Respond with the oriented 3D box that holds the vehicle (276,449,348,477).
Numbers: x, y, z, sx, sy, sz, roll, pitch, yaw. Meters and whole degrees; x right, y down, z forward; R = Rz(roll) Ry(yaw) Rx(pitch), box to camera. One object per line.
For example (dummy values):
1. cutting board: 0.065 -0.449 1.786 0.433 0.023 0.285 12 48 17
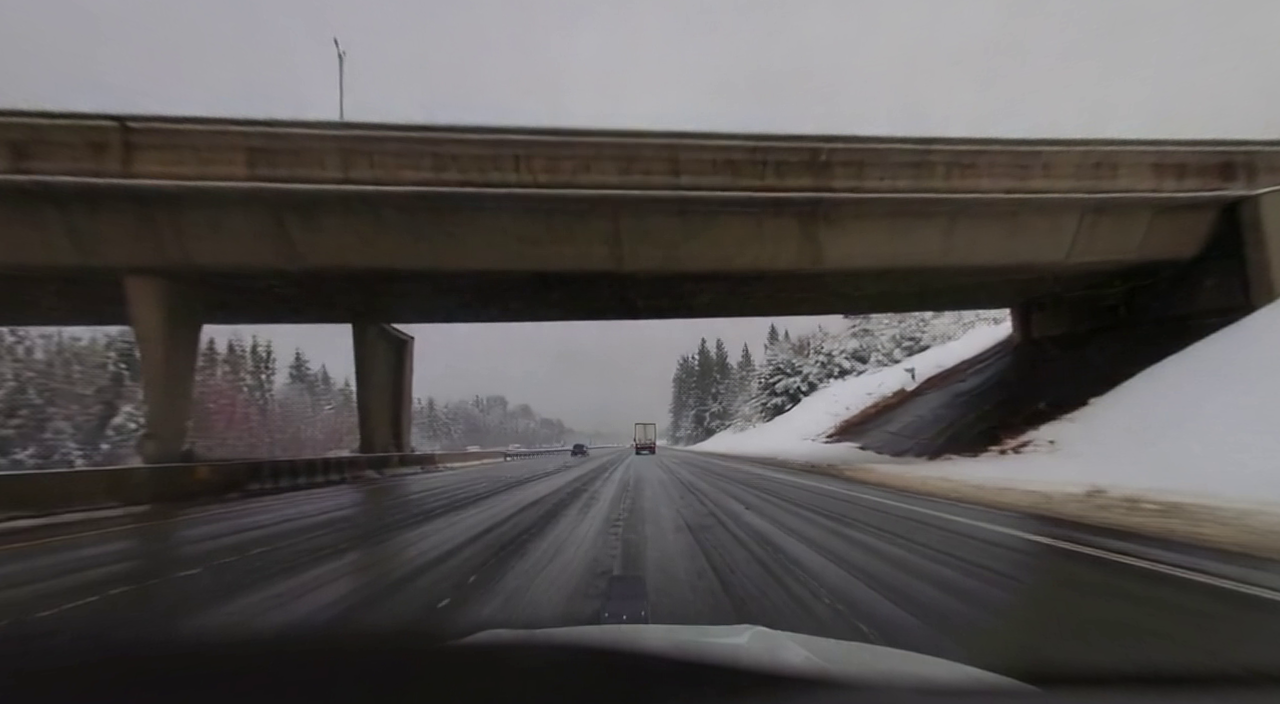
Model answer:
1. vehicle: -19.950 6.733 38.591 1.907 1.557 4.488 0 -8 1
